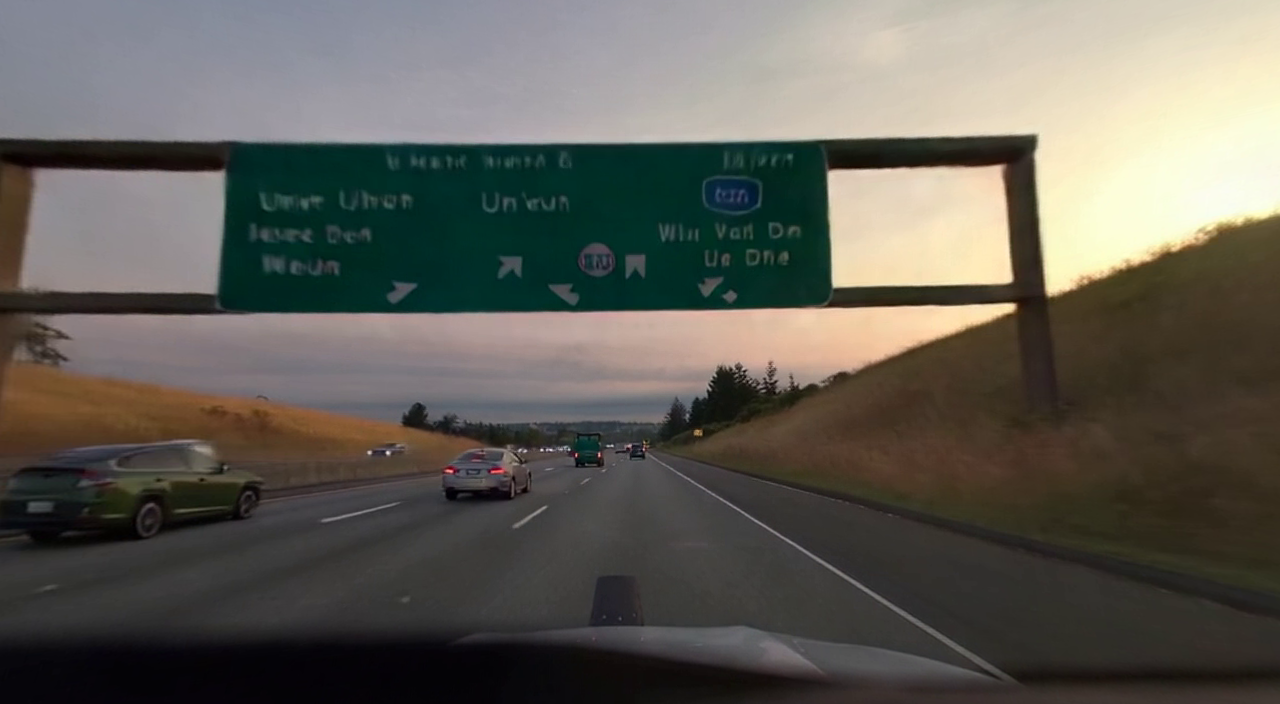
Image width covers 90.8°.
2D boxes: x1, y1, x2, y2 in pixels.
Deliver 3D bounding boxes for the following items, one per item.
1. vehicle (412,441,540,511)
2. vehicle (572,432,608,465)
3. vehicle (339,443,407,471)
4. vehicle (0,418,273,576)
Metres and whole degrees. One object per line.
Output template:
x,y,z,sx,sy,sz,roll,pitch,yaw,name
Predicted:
-3.684,2.858,14.963,1.924,1.436,3.915,0,-9,1,vehicle
-3.849,7.614,49.917,2.290,2.453,5.561,0,-9,1,vehicle
-15.685,6.187,37.384,1.959,1.549,4.625,0,-9,0,vehicle
-7.257,1.772,8.452,2.091,1.558,4.220,0,-9,0,vehicle
